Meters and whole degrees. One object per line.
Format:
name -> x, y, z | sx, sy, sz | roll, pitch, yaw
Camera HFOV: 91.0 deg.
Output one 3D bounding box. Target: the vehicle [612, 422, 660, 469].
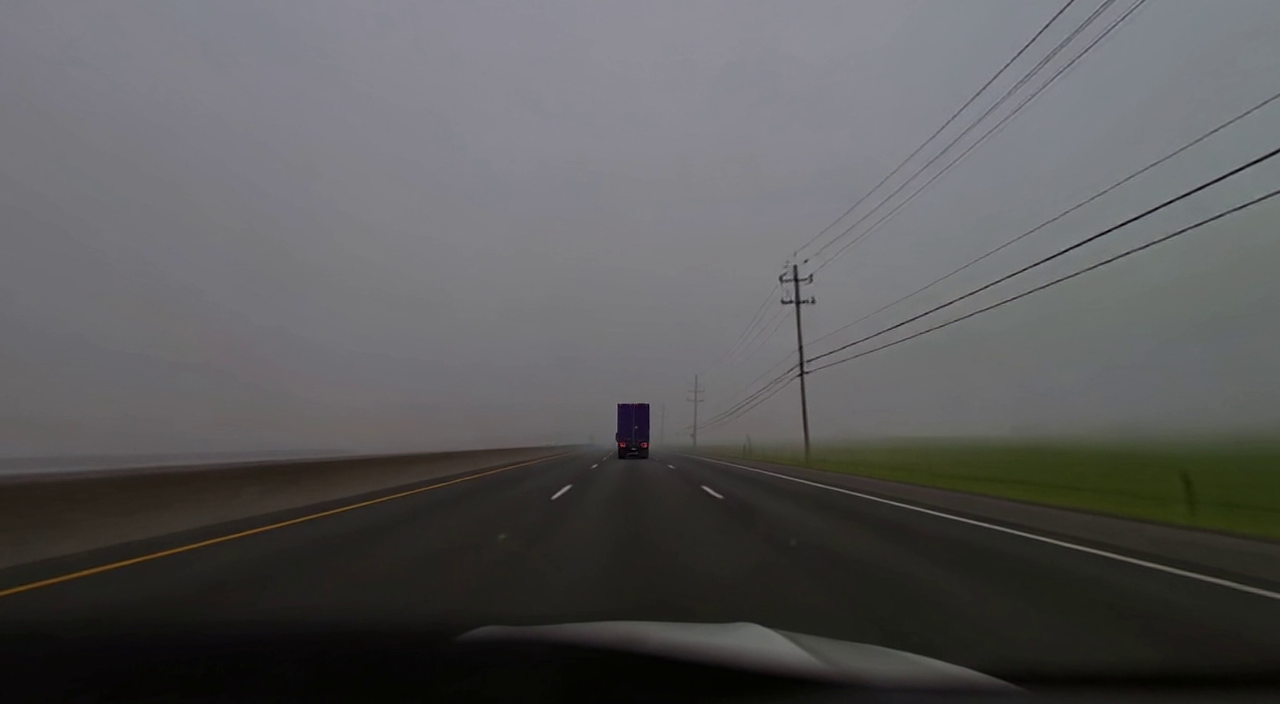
vehicle -> -0.298, 4.680, 31.563 | 2.240, 2.129, 4.480 | 0, -8, -2
